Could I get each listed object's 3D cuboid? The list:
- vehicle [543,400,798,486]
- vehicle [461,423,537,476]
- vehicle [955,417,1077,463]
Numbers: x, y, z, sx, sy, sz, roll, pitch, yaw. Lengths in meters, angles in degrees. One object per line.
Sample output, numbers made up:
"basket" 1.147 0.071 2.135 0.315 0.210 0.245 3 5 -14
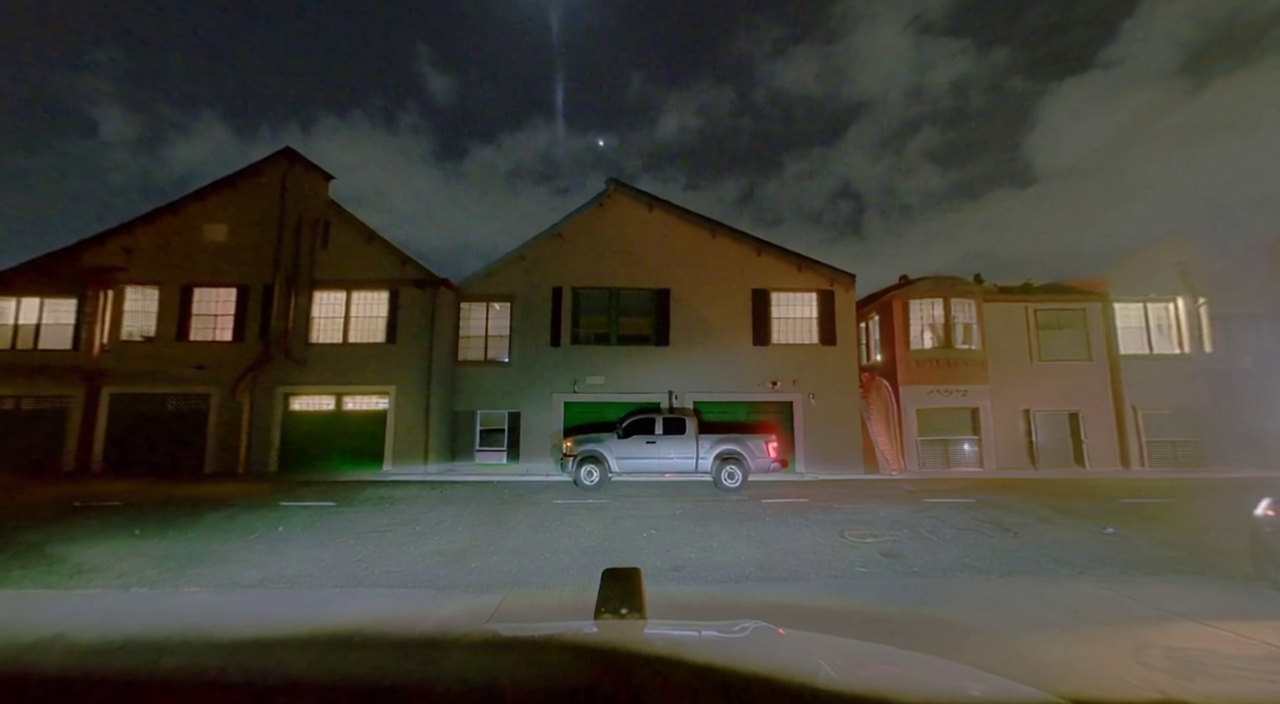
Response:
"vehicle" 0.661 2.160 15.013 5.600 1.835 2.161 0 -8 0
"vehicle" -5.098 3.523 23.275 1.869 1.460 3.826 -4 -3 0
"vehicle" 15.239 3.610 25.704 3.770 1.496 1.951 4 -10 1
